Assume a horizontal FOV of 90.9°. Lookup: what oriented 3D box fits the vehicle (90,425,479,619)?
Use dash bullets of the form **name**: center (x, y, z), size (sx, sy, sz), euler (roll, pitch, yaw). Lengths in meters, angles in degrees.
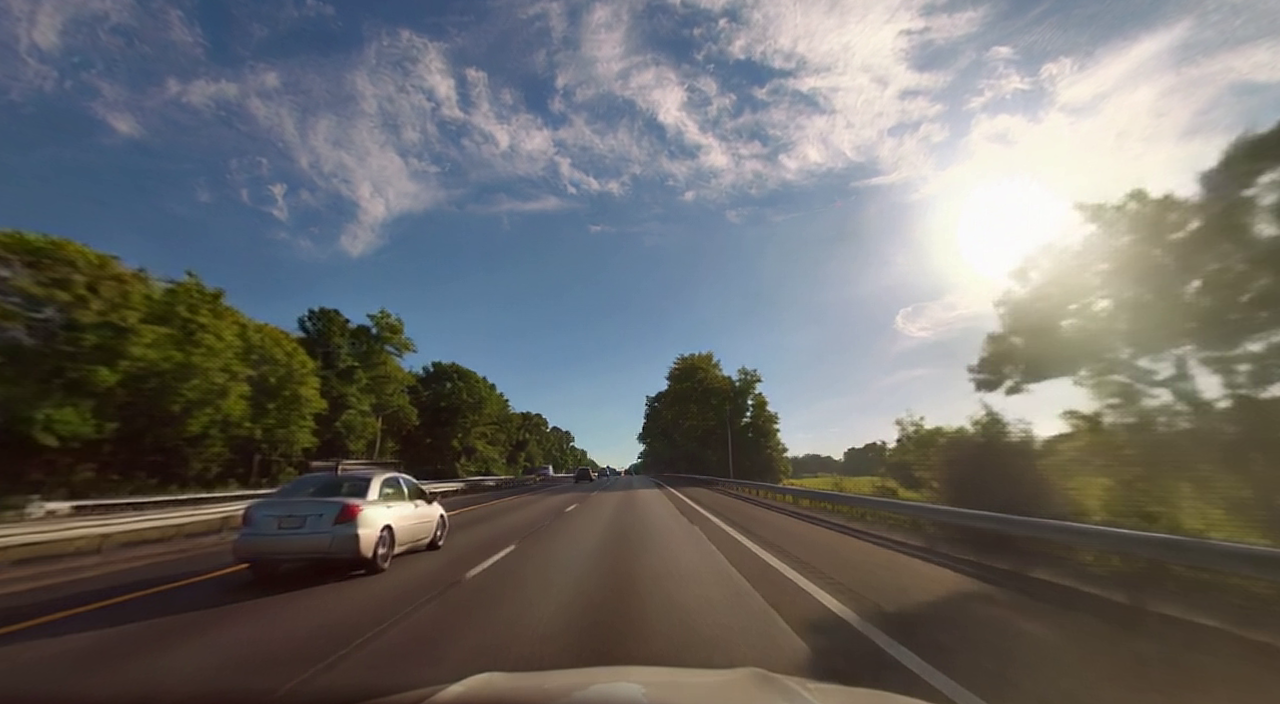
- **vehicle**: center (-3.746, 1.927, 7.981), size (2.123, 1.666, 4.709), euler (1, -10, 0)
